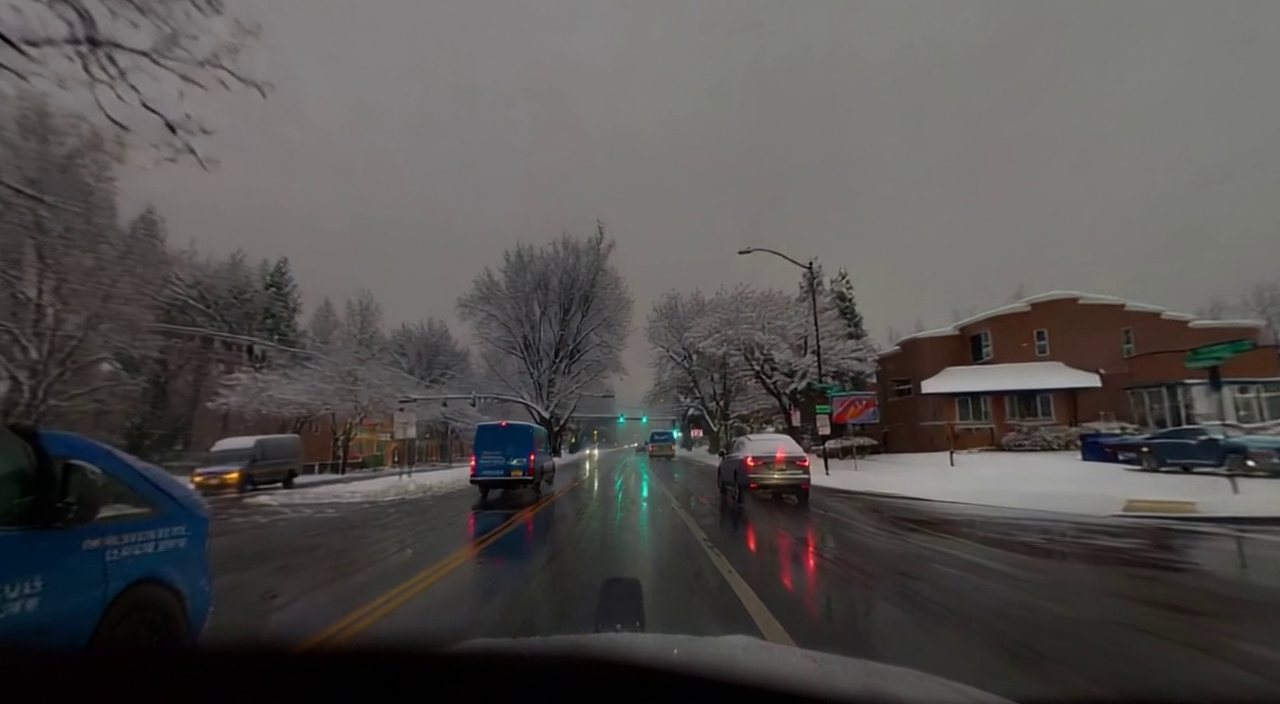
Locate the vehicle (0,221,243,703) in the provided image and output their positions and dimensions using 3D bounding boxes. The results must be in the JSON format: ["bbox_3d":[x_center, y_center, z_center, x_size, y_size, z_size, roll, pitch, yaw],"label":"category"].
[{"bbox_3d":[-3.404,0.403,0.712,2.269,2.190,5.680,1,-8,-1],"label":"vehicle"}]

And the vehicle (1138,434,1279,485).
[{"bbox_3d":[18.617,3.374,20.099,4.210,1.480,1.922,1,-9,-10],"label":"vehicle"}]

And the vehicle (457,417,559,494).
[{"bbox_3d":[-4.175,3.392,20.919,2.420,2.227,4.499,0,-9,-1],"label":"vehicle"}]

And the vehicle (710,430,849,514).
[{"bbox_3d":[3.054,2.750,15.011,2.087,1.658,4.612,0,-9,-2],"label":"vehicle"}]

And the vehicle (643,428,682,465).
[{"bbox_3d":[1.583,7.087,47.328,2.397,2.566,5.324,0,-9,-3],"label":"vehicle"}]

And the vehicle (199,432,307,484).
[{"bbox_3d":[-23.189,6.395,38.357,2.408,2.860,6.627,0,-9,-1],"label":"vehicle"}]

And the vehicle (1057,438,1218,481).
[{"bbox_3d":[18.034,3.873,23.009,4.459,1.467,2.059,2,-8,-11],"label":"vehicle"}]
